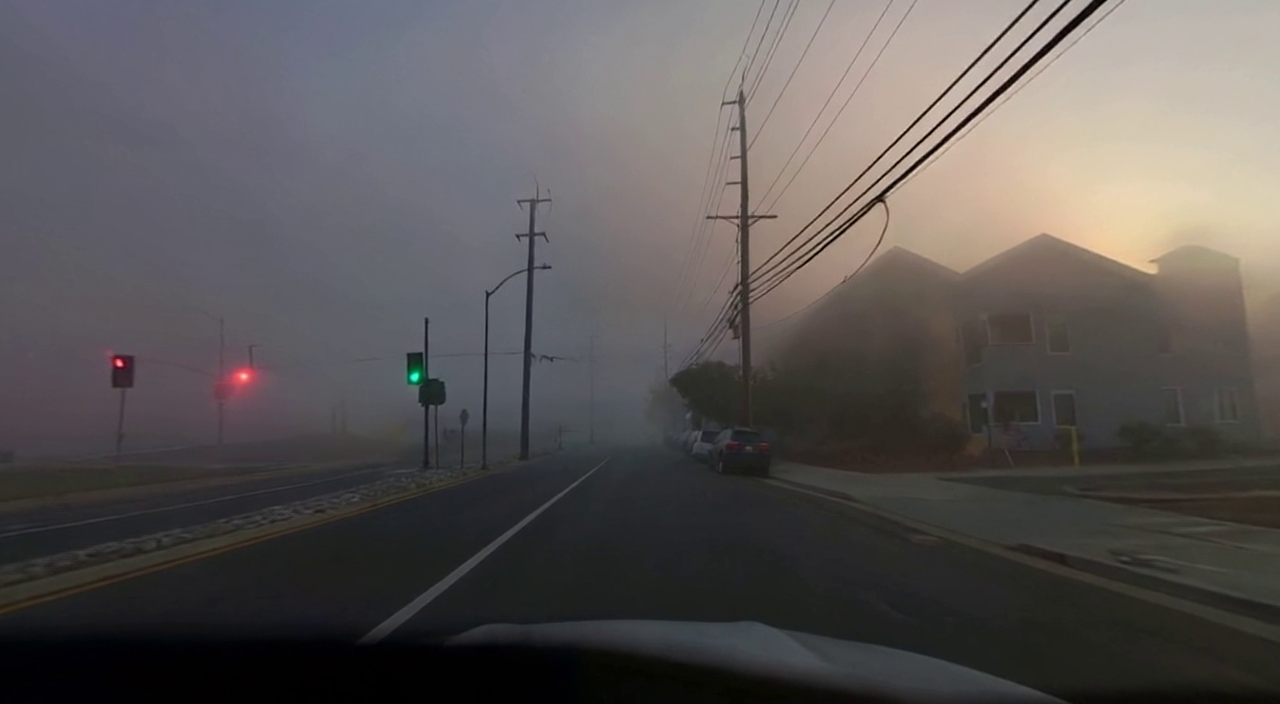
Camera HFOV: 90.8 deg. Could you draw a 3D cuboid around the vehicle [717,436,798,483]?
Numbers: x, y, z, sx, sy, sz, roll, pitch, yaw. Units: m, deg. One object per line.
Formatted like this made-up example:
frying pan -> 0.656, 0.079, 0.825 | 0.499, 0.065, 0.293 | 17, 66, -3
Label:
vehicle -> 3.873, 3.638, 21.660 | 1.785, 1.441, 4.458 | 0, -8, -2
